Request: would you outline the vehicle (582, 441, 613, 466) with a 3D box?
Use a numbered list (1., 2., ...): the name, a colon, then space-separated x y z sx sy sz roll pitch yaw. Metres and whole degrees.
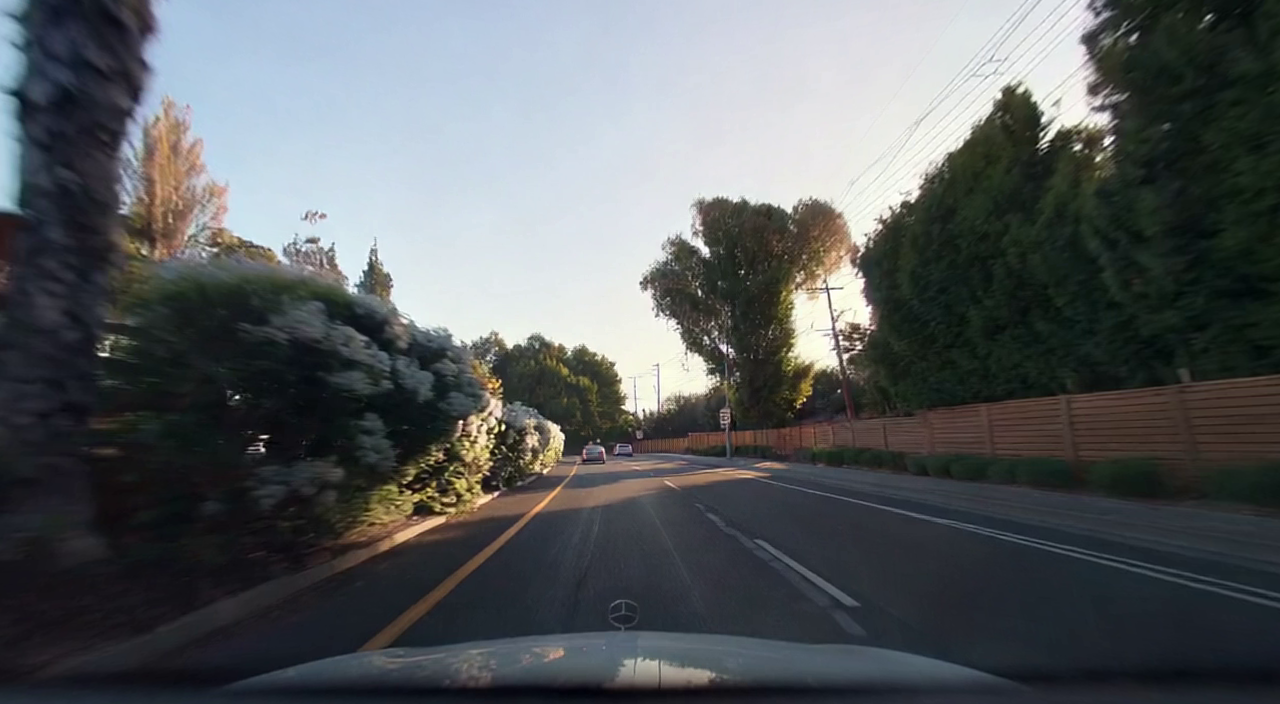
1. vehicle: -3.028 7.015 43.841 2.005 1.633 4.044 1 -8 -6
